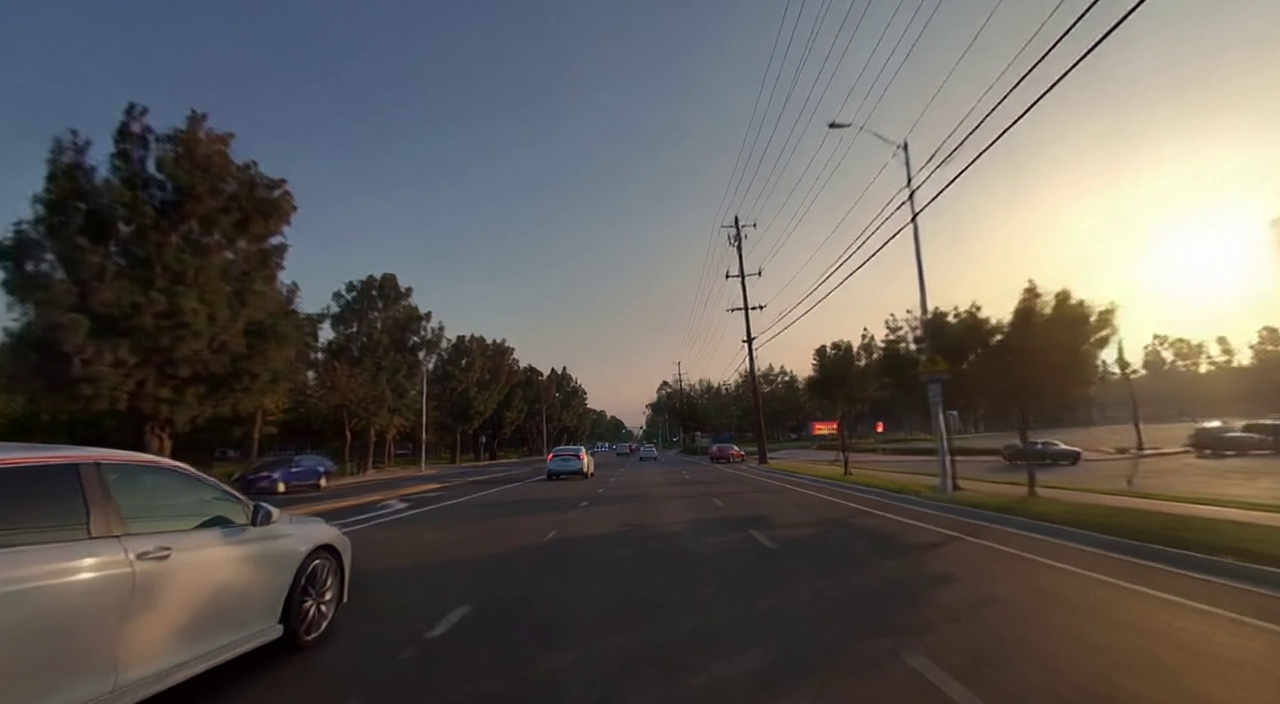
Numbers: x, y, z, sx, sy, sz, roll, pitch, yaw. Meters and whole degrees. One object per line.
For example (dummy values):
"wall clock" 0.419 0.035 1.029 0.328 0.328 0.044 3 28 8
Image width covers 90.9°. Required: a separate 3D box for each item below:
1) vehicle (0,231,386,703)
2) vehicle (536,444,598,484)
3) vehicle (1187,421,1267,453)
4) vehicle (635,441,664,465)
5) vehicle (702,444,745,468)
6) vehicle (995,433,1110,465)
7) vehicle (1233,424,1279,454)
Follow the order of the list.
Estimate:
"vehicle" -3.105 0.608 1.706 2.381 1.961 5.563 -1 -9 2
"vehicle" -2.865 4.493 25.555 1.982 1.451 4.152 0 -9 1
"vehicle" 34.942 5.075 37.495 4.347 1.761 2.002 4 -10 -28
"vehicle" 0.749 7.827 48.812 2.155 1.781 3.977 0 -9 1
"vehicle" 5.640 6.945 42.284 2.062 1.541 4.420 -3 -9 18
"vehicle" 21.117 4.991 32.448 4.392 1.535 2.131 0 -9 0
"vehicle" 34.302 4.682 33.811 4.632 1.533 2.015 4 -10 -27
